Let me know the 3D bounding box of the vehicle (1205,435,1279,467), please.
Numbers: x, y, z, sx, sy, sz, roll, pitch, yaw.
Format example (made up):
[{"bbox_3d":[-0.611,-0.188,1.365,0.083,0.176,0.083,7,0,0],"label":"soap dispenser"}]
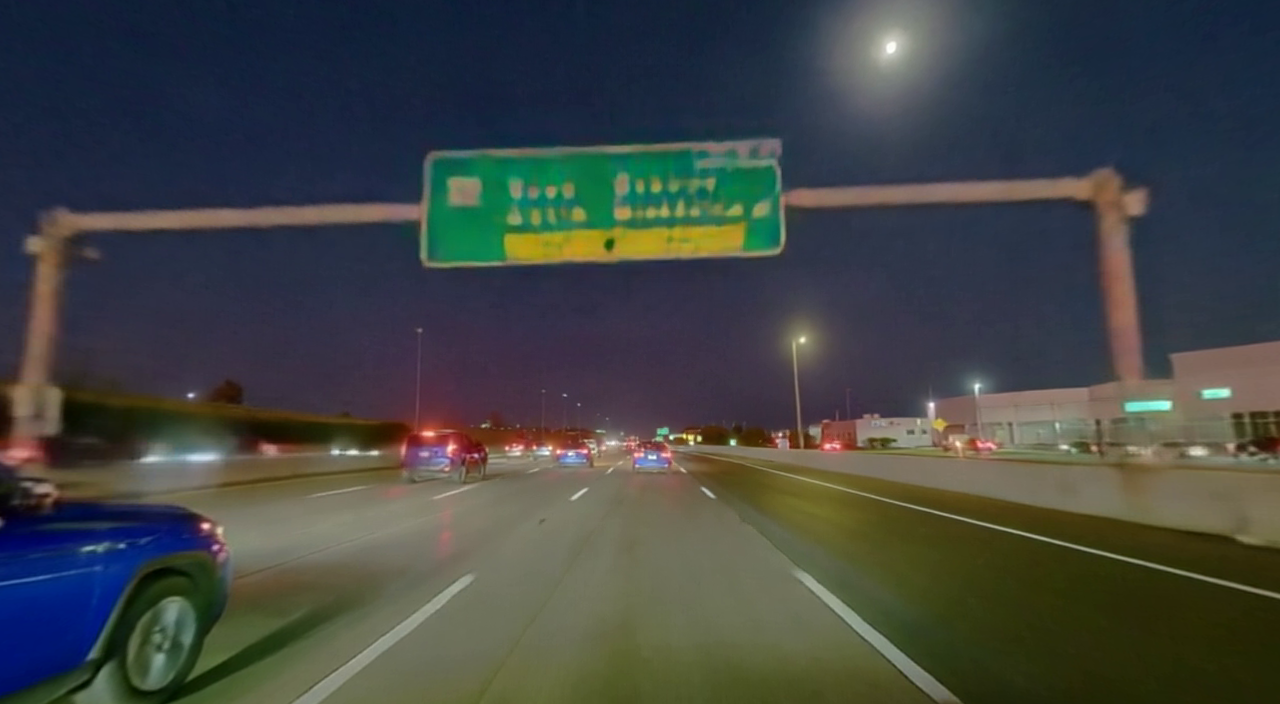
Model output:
[{"bbox_3d":[30.405,4.803,30.756,1.722,1.461,4.302,0,-8,1],"label":"vehicle"}]

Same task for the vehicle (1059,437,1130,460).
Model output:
[{"bbox_3d":[30.524,6.480,42.504,1.656,1.442,4.167,0,-8,1],"label":"vehicle"}]

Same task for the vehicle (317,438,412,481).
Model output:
[{"bbox_3d":[-9.910,3.882,23.007,1.774,1.408,3.917,0,-8,-2],"label":"vehicle"}]

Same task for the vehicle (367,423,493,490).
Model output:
[{"bbox_3d":[-6.234,3.171,19.454,2.125,1.804,4.864,0,-8,1],"label":"vehicle"}]

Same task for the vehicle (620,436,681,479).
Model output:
[{"bbox_3d":[0.370,3.913,23.654,2.090,1.474,3.970,0,-8,1],"label":"vehicle"}]

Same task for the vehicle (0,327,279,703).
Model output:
[{"bbox_3d":[-3.199,0.673,1.550,1.961,1.687,4.453,0,-8,0],"label":"vehicle"}]

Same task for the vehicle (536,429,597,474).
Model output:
[{"bbox_3d":[-3.020,4.214,26.881,2.007,1.730,4.412,0,-8,1],"label":"vehicle"}]

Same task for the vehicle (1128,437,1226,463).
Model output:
[{"bbox_3d":[30.511,5.600,36.017,1.598,1.384,4.580,0,-8,1],"label":"vehicle"}]
